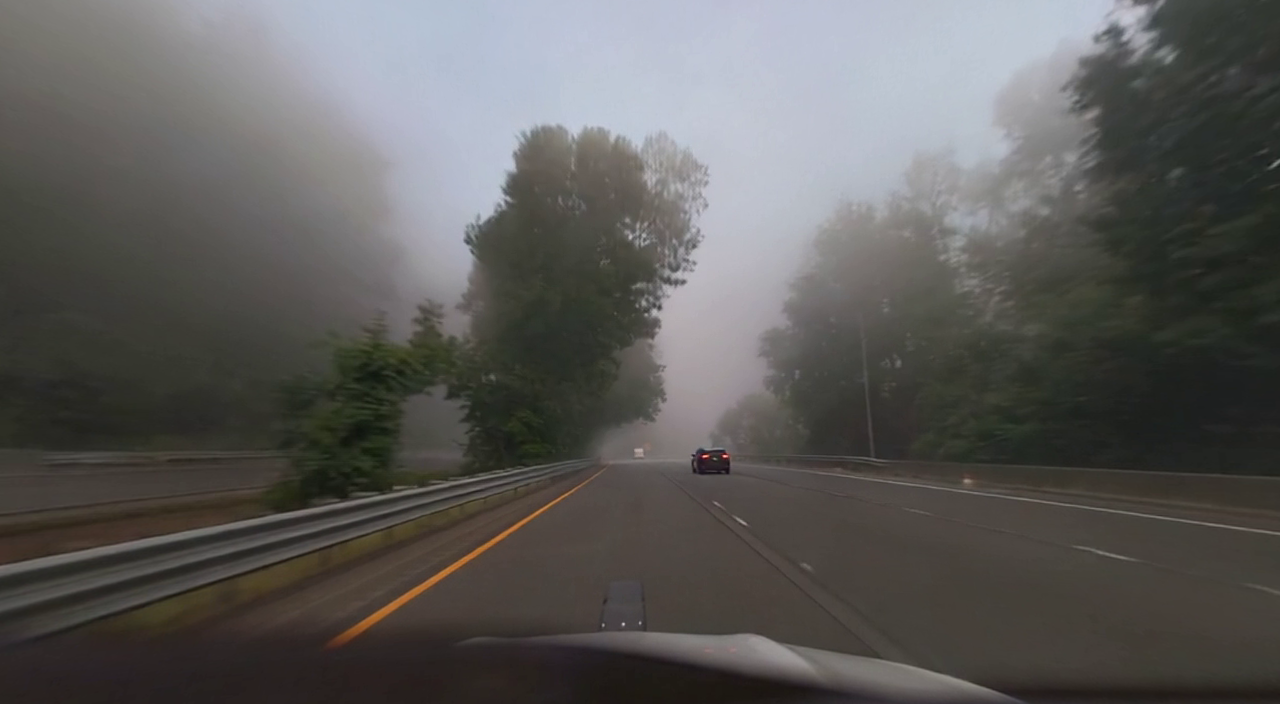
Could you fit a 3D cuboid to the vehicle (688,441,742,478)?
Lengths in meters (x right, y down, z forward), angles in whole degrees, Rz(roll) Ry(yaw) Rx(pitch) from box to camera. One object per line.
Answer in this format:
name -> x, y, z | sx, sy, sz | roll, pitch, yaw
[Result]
vehicle -> 3.583, 5.239, 30.876 | 1.933, 1.663, 4.440 | 0, -9, -2
